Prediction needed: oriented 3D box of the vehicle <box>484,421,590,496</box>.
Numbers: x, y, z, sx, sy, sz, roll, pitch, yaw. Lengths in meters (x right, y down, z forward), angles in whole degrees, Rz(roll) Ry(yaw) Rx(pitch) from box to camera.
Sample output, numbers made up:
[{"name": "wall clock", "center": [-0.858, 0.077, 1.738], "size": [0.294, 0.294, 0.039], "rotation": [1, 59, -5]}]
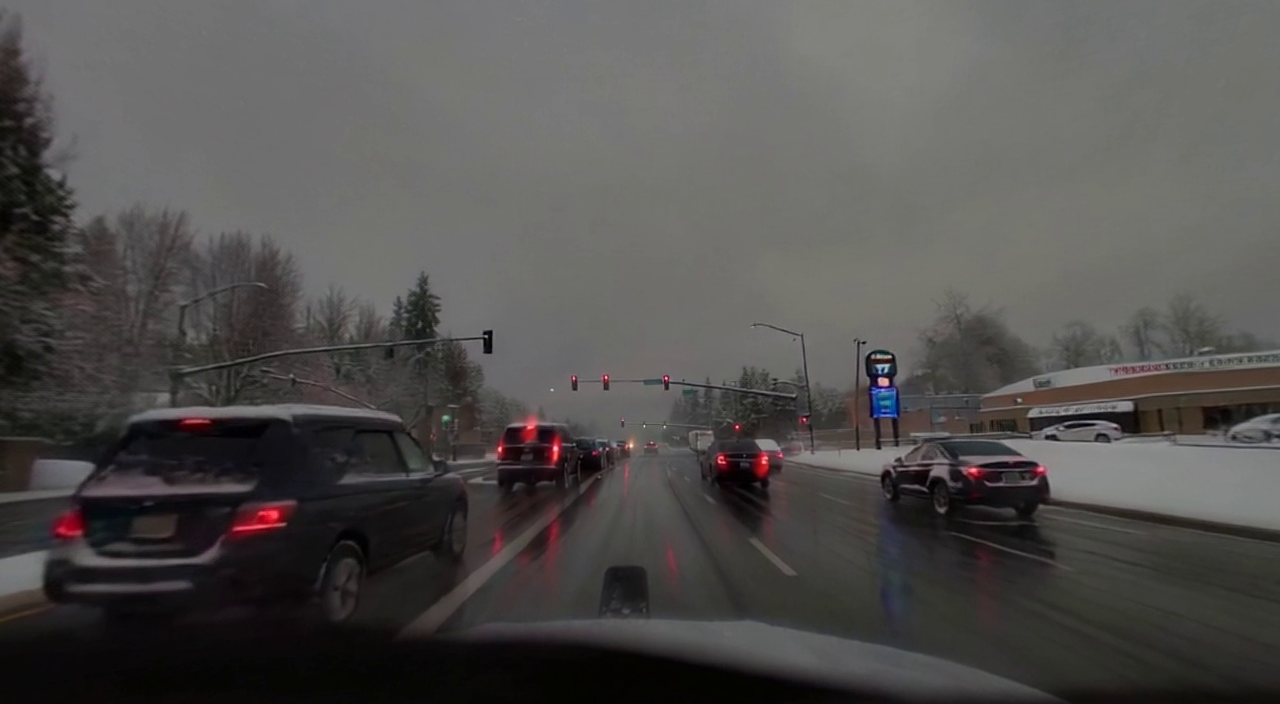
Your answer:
[{"name": "vehicle", "center": [-2.662, 2.905, 17.466], "size": [2.117, 1.799, 4.442], "rotation": [0, -9, 1]}]

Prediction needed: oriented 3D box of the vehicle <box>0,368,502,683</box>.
[{"name": "vehicle", "center": [-2.849, 1.281, 5.723], "size": [2.141, 1.719, 4.379], "rotation": [0, -9, 1]}]

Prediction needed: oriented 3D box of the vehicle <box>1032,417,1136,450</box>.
[{"name": "vehicle", "center": [29.745, 5.551, 42.381], "size": [2.209, 1.864, 5.044], "rotation": [2, -11, -28]}]

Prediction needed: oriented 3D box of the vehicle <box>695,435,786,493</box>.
[{"name": "vehicle", "center": [2.832, 3.266, 18.737], "size": [2.004, 1.512, 4.206], "rotation": [0, -9, 0]}]

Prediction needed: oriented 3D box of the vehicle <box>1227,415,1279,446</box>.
[{"name": "vehicle", "center": [30.913, 3.900, 30.928], "size": [1.787, 1.423, 4.347], "rotation": [-5, -10, 26]}]

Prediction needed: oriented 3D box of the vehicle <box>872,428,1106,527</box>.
[{"name": "vehicle", "center": [6.372, 2.337, 12.334], "size": [1.881, 1.540, 4.750], "rotation": [0, -9, 0]}]
